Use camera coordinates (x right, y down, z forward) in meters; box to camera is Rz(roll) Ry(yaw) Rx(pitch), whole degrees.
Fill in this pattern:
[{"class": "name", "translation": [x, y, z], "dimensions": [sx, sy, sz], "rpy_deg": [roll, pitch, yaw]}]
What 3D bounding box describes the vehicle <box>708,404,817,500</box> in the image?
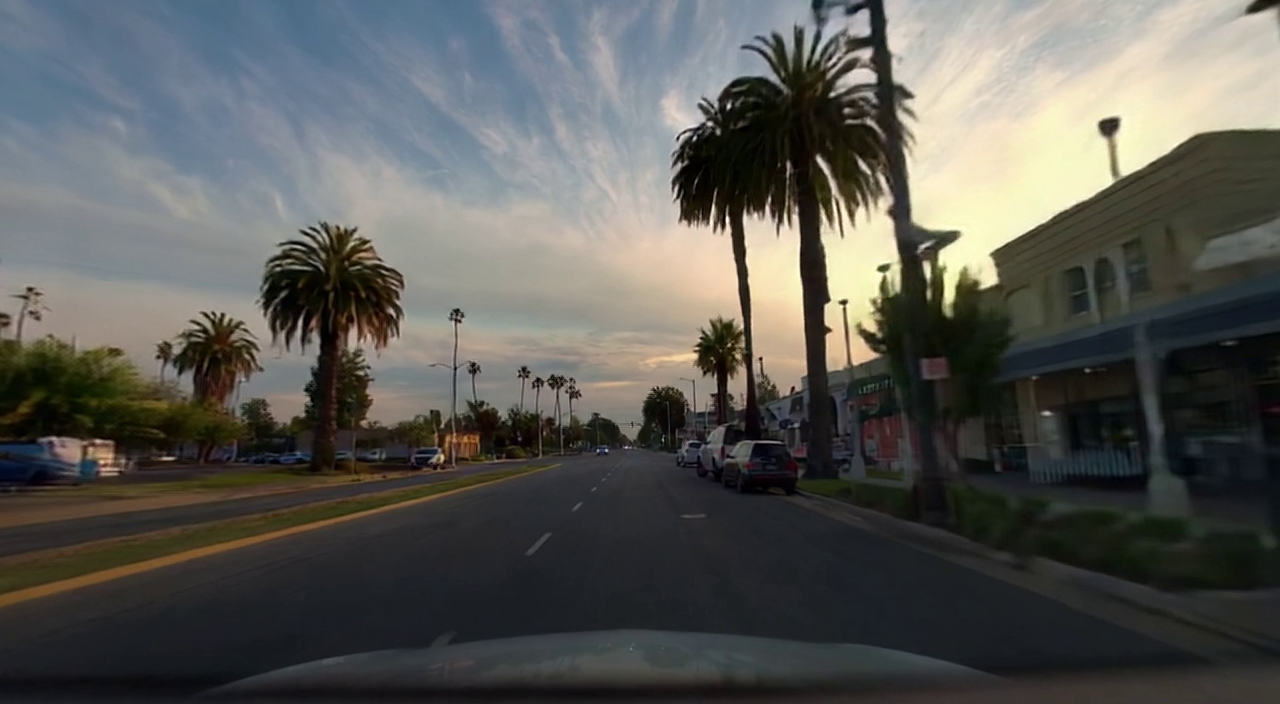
[{"class": "vehicle", "translation": [3.574, 3.084, 19.722], "dimensions": [2.221, 2.552, 5.594], "rpy_deg": [0, -9, 0]}]
